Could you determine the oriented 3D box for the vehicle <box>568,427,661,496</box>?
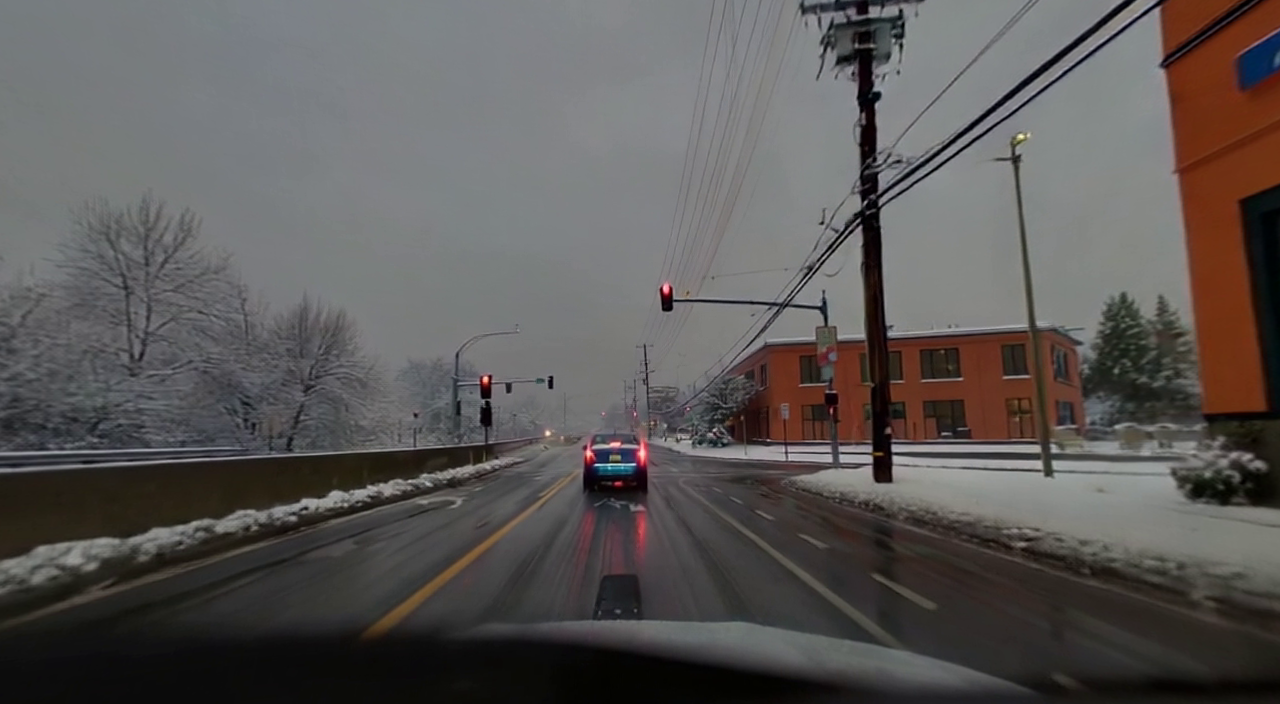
[{"bbox_3d":[-0.619,2.773,16.338,2.123,1.566,3.662,0,-8,-1],"label":"vehicle"}]

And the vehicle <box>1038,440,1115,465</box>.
[{"bbox_3d":[27.560,6.322,39.901,1.635,1.433,3.558,5,-9,-31],"label":"vehicle"}]
